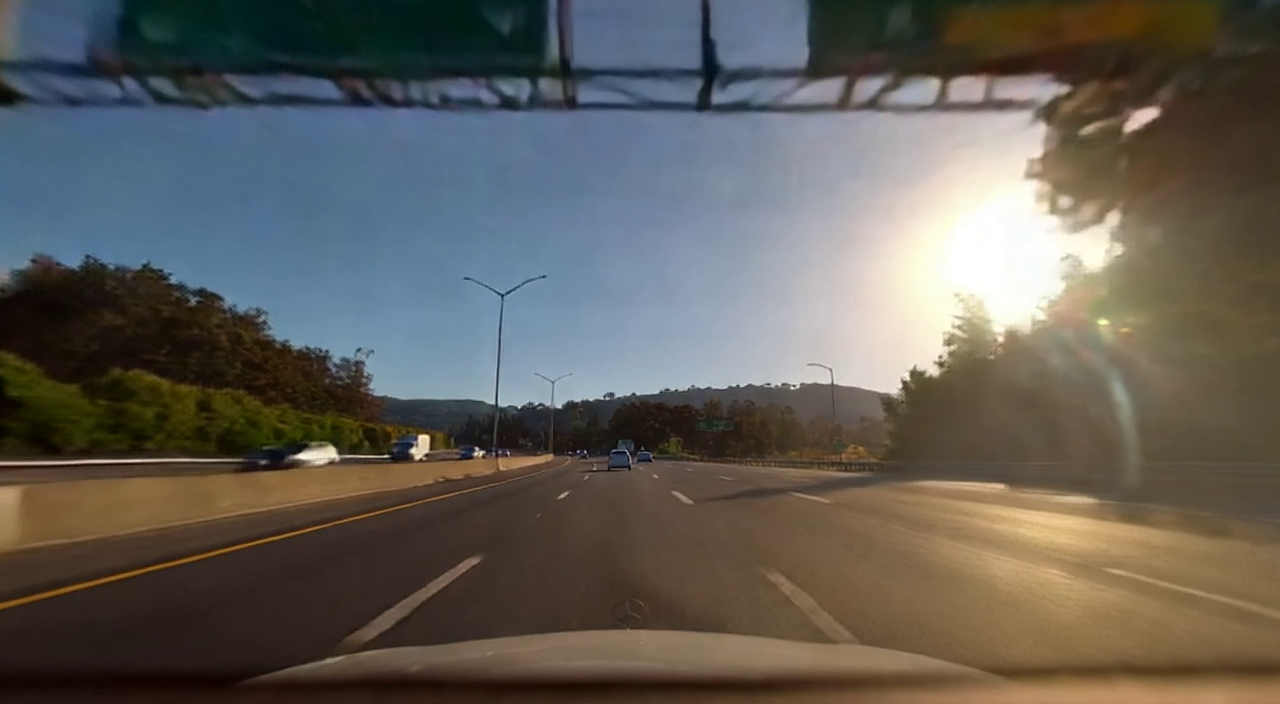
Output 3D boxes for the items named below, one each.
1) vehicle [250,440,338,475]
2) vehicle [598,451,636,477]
[{"bbox_3d":[-18.480,5.657,33.990,2.015,1.749,4.888,0,-9,-1],"label":"vehicle"},{"bbox_3d":[-1.395,6.847,38.697,2.193,1.497,4.337,0,-9,-2],"label":"vehicle"}]
